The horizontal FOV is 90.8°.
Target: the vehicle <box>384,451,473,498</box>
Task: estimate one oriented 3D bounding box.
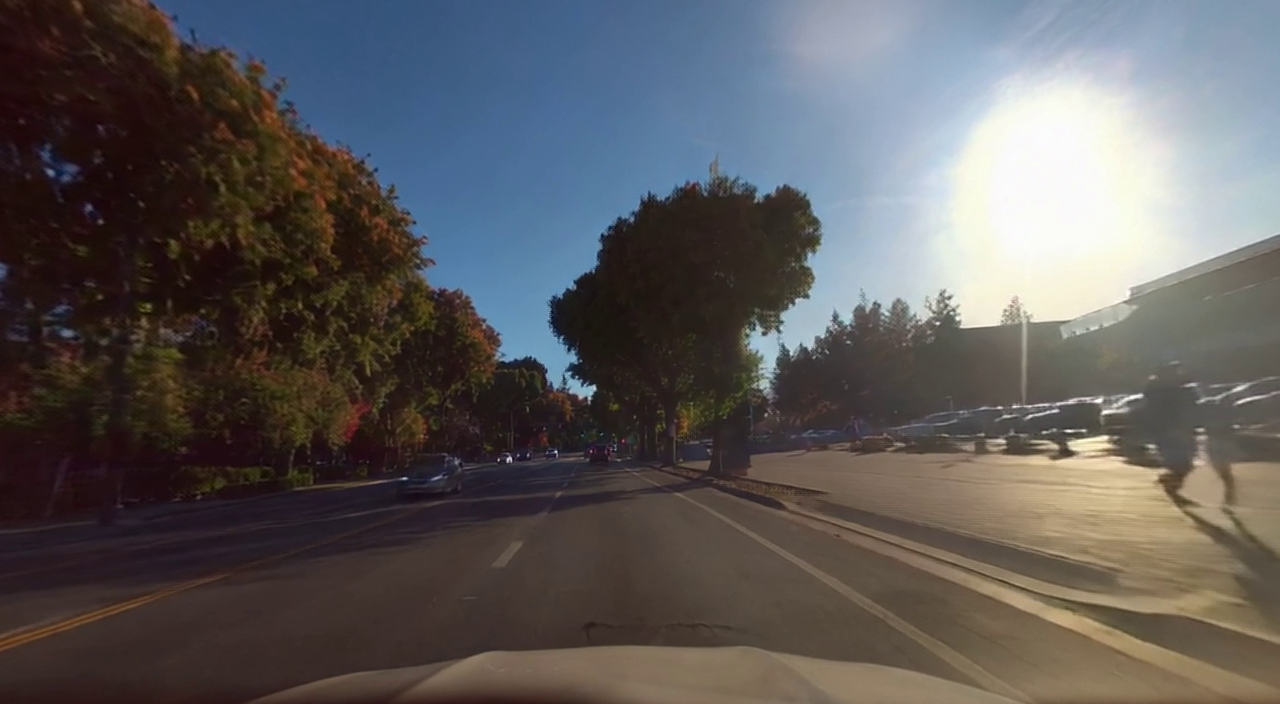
[{"bbox_3d":[-7.688,4.466,23.438,2.033,1.511,4.247,0,-8,-3],"label":"vehicle"}]
